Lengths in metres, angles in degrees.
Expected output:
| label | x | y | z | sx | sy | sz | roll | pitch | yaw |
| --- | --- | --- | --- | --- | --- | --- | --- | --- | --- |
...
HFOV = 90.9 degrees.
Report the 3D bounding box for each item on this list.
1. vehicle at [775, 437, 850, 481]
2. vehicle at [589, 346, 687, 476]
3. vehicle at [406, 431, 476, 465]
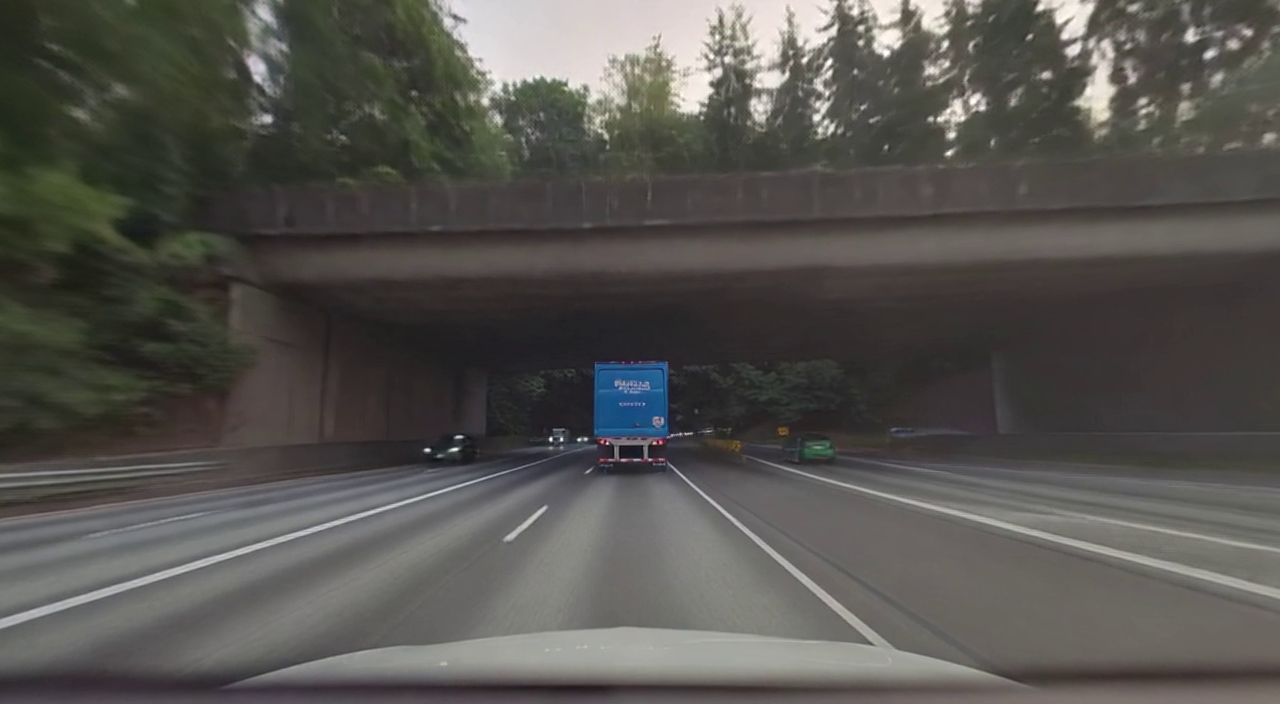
| label | x | y | z | sx | sy | sz | roll | pitch | yaw |
| --- | --- | --- | --- | --- | --- | --- | --- | --- | --- |
| vehicle | 7.487 | 4.633 | 27.743 | 2.050 | 1.637 | 4.397 | 3 | -7 | 0 |
| vehicle | -0.323 | 2.400 | 23.873 | 2.895 | 3.861 | 10.213 | 0 | -8 | -3 |
| vehicle | -8.998 | 4.353 | 28.841 | 1.955 | 1.453 | 3.855 | 0 | -8 | 0 |
